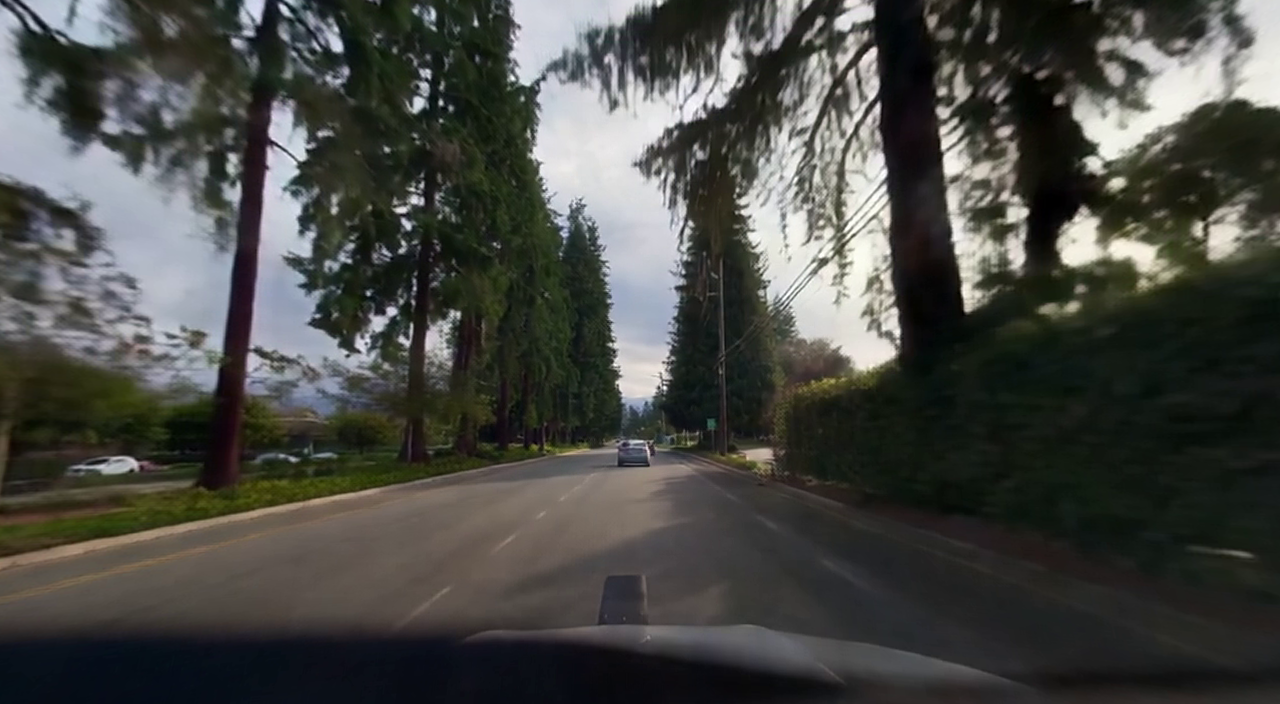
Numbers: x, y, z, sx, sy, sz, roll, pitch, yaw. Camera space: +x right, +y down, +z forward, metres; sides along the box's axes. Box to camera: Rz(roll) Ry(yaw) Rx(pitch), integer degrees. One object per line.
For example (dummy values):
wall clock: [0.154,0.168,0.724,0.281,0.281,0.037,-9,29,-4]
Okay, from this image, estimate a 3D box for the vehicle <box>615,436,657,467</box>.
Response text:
vehicle: [-0.206,5.025,31.753,1.991,1.463,3.988,0,-8,0]
